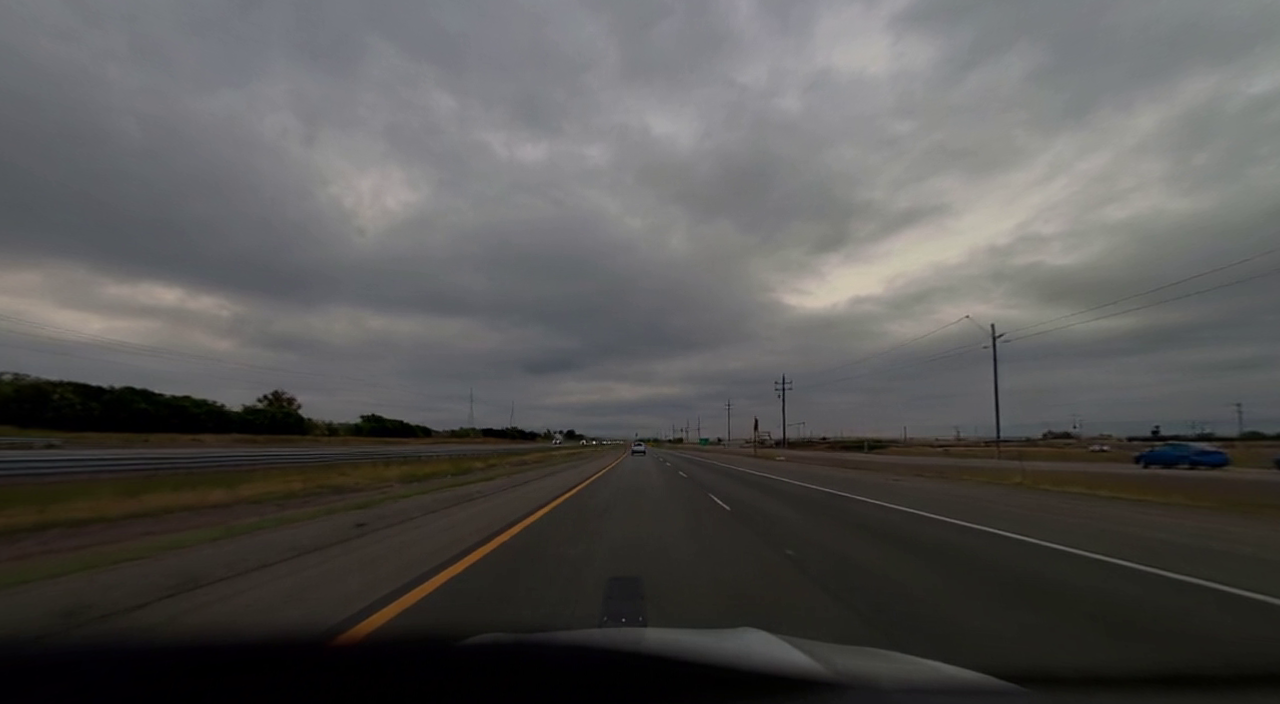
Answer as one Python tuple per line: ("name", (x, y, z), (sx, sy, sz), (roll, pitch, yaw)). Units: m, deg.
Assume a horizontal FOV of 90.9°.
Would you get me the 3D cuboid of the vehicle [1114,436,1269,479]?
("vehicle", (36.856, 7.108, 42.752), (2.760, 2.529, 8.485), (-1, -9, -1))
